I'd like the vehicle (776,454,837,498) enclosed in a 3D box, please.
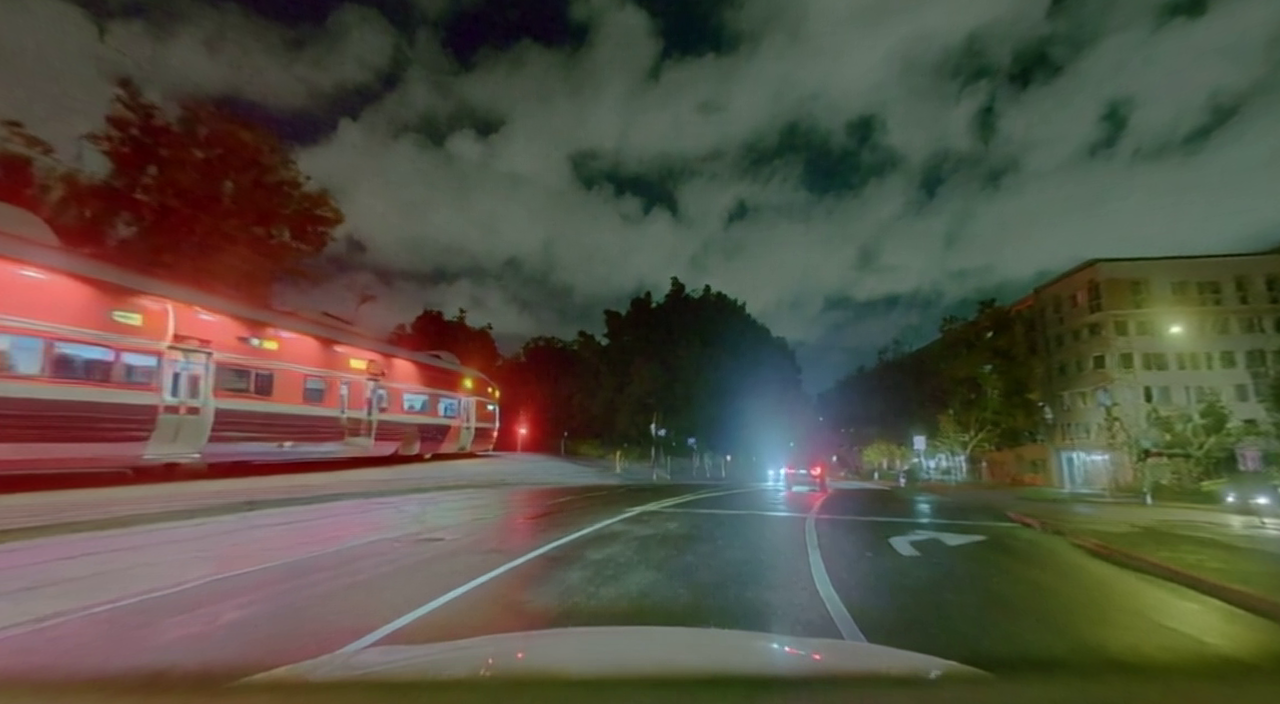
[{"bbox_3d":[7.557,5.471,28.330,2.263,1.765,4.237,-3,-9,19],"label":"vehicle"}]

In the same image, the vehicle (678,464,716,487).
[{"bbox_3d":[4.325,9.253,47.636,2.042,1.531,4.403,-3,-9,16],"label":"vehicle"}]
